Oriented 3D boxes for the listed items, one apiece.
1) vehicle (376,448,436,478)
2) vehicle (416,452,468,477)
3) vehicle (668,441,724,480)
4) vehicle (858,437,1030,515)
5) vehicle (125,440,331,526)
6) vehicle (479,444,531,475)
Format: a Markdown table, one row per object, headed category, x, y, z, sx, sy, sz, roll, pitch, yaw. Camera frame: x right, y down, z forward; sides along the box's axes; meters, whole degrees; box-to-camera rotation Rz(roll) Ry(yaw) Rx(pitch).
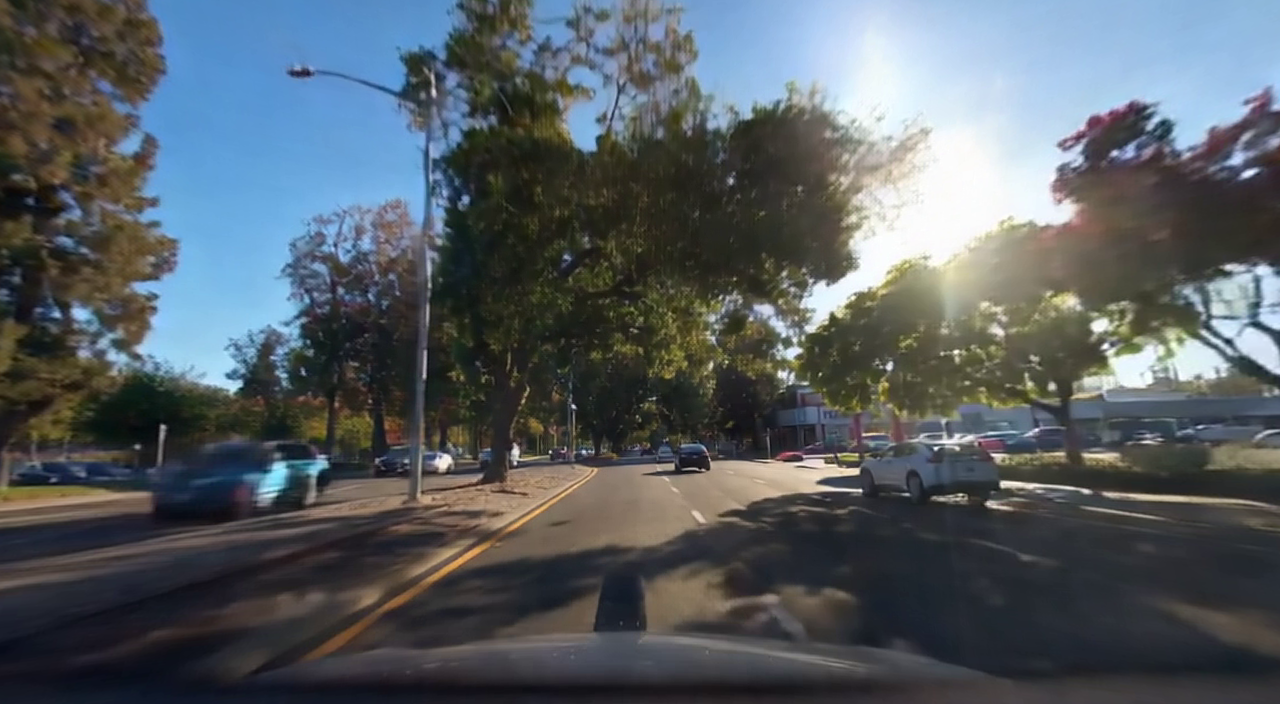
| category | x | y | z | sx | sy | sz | roll | pitch | yaw |
| --- | --- | --- | --- | --- | --- | --- | --- | --- | --- |
| vehicle | -17.092 | 8.099 | 46.314 | 2.312 | 2.062 | 5.741 | 0 | -9 | -1 |
| vehicle | -12.680 | 7.207 | 40.605 | 1.951 | 1.475 | 4.480 | 0 | -9 | -1 |
| vehicle | 2.557 | 5.067 | 29.649 | 2.161 | 1.676 | 4.151 | 1 | -9 | -2 |
| vehicle | 6.833 | 2.825 | 14.763 | 1.886 | 1.528 | 4.169 | 0 | -9 | -1 |
| vehicle | -9.251 | 2.948 | 14.695 | 1.968 | 1.684 | 4.265 | 1 | -9 | -2 |
| vehicle | -9.169 | 7.325 | 43.189 | 2.234 | 1.922 | 5.699 | 0 | -9 | 0 |
